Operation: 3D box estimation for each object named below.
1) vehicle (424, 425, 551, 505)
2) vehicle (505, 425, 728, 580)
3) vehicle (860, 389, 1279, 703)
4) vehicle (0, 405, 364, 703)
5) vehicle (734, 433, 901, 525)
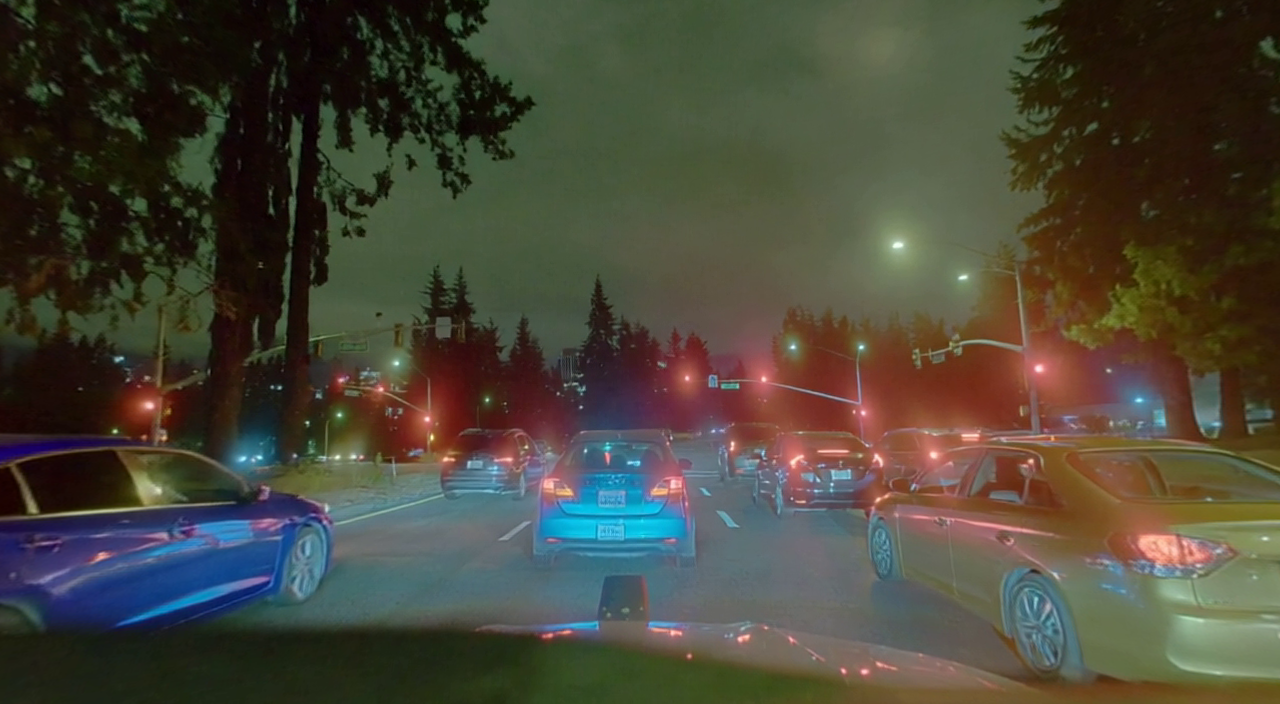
[{"bbox_3d":[-3.623,2.777,15.856,1.961,1.714,4.268,-1,-8,2],"label":"vehicle"},{"bbox_3d":[-0.246,1.741,8.067,2.147,1.479,3.803,0,-8,-1],"label":"vehicle"},{"bbox_3d":[3.135,1.149,4.052,1.903,1.480,4.270,0,-8,0],"label":"vehicle"},{"bbox_3d":[-3.673,1.164,3.936,1.935,1.482,4.433,0,-8,-1],"label":"vehicle"},{"bbox_3d":[3.182,2.335,12.324,1.975,1.460,4.357,0,-8,0],"label":"vehicle"}]
